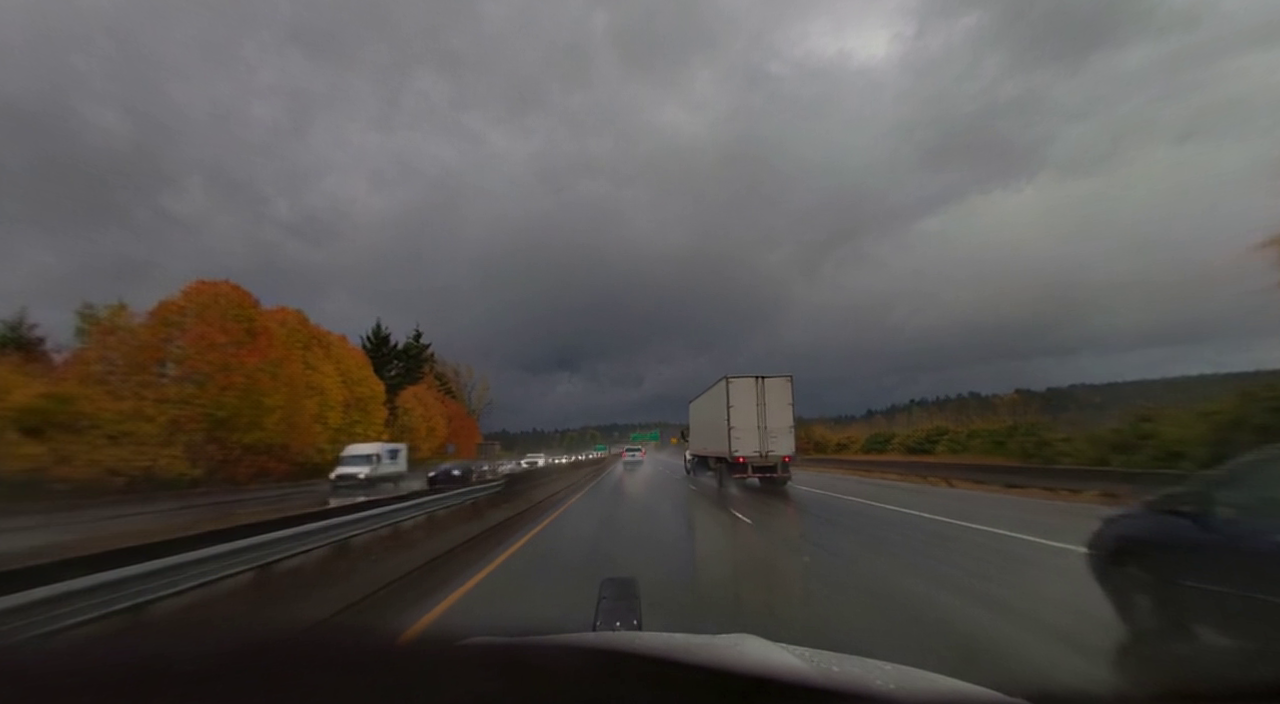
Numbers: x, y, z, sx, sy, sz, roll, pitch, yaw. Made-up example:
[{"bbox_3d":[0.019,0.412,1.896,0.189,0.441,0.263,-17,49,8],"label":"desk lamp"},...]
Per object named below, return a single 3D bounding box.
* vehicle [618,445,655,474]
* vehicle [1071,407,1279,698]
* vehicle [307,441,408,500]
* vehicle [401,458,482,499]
[{"bbox_3d":[-0.250,6.702,39.207,2.168,1.705,4.272,0,-9,-1],"label":"vehicle"},{"bbox_3d":[4.352,0.942,2.647,1.997,1.504,4.236,0,-9,0],"label":"vehicle"},{"bbox_3d":[-14.243,5.974,32.112,2.353,2.651,5.953,-1,-9,0],"label":"vehicle"},{"bbox_3d":[-8.413,5.387,27.074,1.990,1.528,4.661,-1,-9,0],"label":"vehicle"}]
